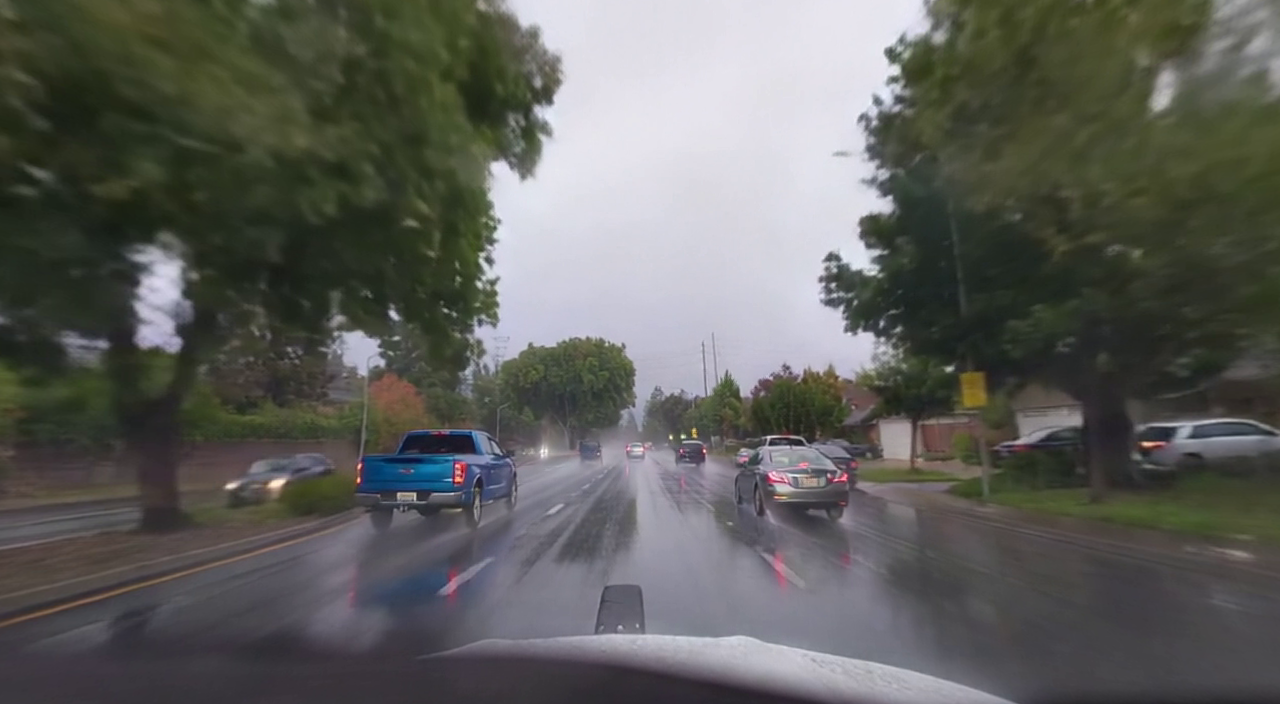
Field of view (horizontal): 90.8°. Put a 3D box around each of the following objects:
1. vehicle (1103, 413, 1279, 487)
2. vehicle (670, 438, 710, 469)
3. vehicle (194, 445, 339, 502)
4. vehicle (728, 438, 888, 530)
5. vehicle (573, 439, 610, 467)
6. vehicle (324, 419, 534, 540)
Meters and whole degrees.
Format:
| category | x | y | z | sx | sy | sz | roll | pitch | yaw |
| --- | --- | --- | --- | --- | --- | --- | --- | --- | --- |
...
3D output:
| category | x | y | z | sx | sy | sz | roll | pitch | yaw |
| --- | --- | --- | --- | --- | --- | --- | --- | --- | --- |
| vehicle | 15.023 | 2.530 | 16.445 | 4.320 | 1.792 | 1.989 | 0 | -8 | -1 |
| vehicle | 3.129 | 6.458 | 40.379 | 2.099 | 1.845 | 4.363 | 0 | -8 | -2 |
| vehicle | -12.013 | 3.899 | 20.764 | 1.949 | 1.624 | 4.567 | 0 | -8 | 0 |
| vehicle | 3.033 | 2.456 | 12.413 | 1.884 | 1.463 | 4.195 | 0 | -8 | -2 |
| vehicle | -3.321 | 7.044 | 44.128 | 2.218 | 1.829 | 4.492 | 0 | -8 | 0 |
| vehicle | -3.537 | 2.261 | 11.943 | 2.111 | 1.745 | 5.274 | 0 | -8 | 0 |
